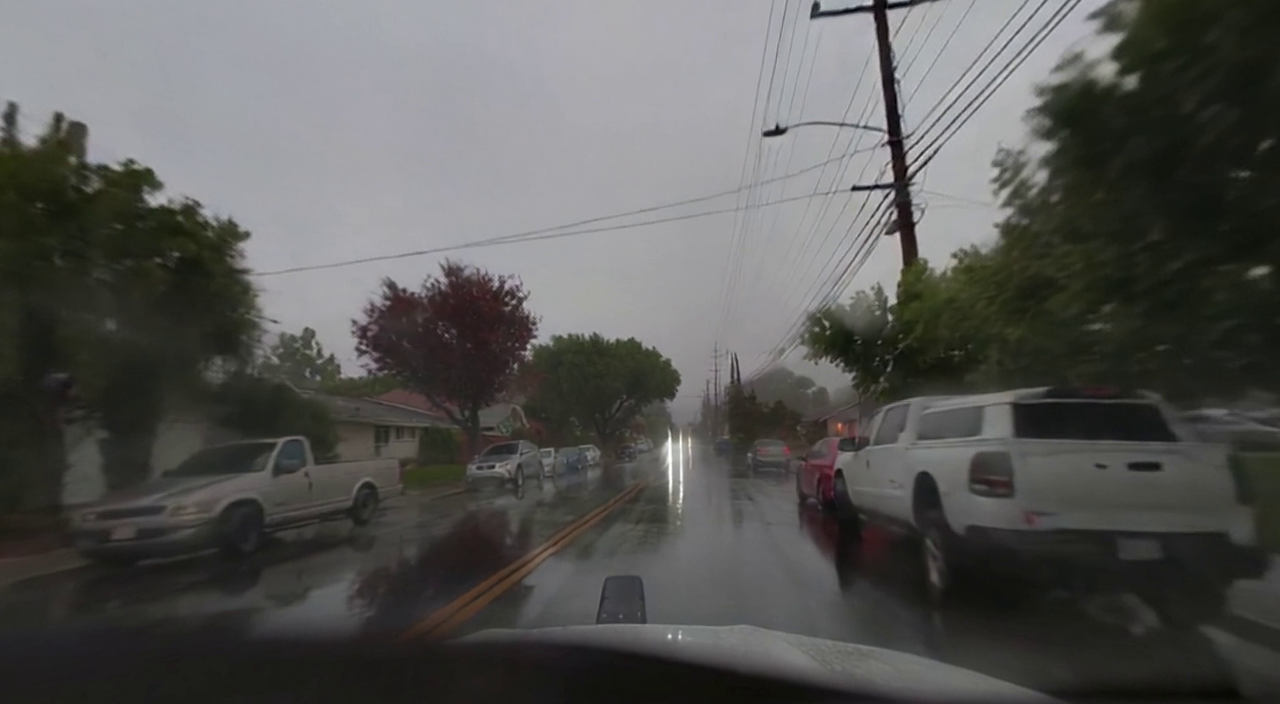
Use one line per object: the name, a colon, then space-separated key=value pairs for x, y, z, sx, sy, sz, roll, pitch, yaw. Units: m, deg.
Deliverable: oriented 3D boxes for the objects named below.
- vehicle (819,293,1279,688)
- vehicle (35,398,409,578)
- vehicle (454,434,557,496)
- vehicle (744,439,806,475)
vehicle: x=3.516 y=1.128 z=6.147 sx=2.397 sy=2.130 sz=5.384 roll=-1 pitch=-9 yaw=5
vehicle: x=-6.081 y=2.121 z=10.430 sx=2.353 sy=2.037 sz=5.358 roll=-4 pitch=-10 yaw=3
vehicle: x=-4.703 y=4.028 z=22.896 sx=2.192 sy=1.873 sz=4.985 roll=-4 pitch=-9 yaw=5
vehicle: x=6.008 y=4.744 z=28.700 sx=2.108 sy=1.493 sz=4.878 roll=-1 pitch=-9 yaw=5
